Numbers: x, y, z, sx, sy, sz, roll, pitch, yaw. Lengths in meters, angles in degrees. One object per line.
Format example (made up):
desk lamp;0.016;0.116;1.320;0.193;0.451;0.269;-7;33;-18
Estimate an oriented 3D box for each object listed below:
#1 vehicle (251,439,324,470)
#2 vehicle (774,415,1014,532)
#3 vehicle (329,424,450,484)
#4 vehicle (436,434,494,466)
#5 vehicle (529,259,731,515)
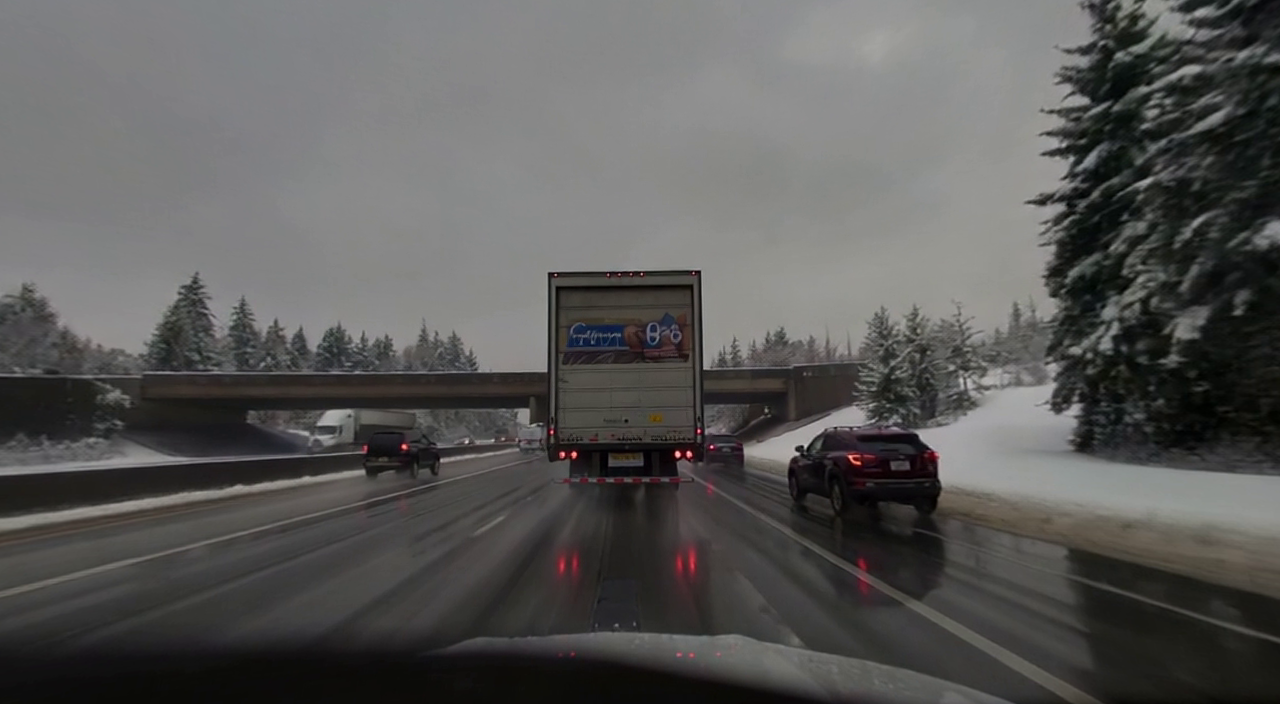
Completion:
vehicle;-20.013;5.818;35.927;1.824;1.606;4.098;0;-8;-1
vehicle;3.867;1.915;10.657;2.003;1.519;4.580;0;-8;-2
vehicle;-7.856;3.239;20.302;2.057;1.698;4.550;0;-8;0
vehicle;-8.630;4.823;31.295;1.845;1.488;3.656;0;-8;-1
vehicle;-0.259;1.127;14.213;2.911;3.787;9.905;0;-8;-1
